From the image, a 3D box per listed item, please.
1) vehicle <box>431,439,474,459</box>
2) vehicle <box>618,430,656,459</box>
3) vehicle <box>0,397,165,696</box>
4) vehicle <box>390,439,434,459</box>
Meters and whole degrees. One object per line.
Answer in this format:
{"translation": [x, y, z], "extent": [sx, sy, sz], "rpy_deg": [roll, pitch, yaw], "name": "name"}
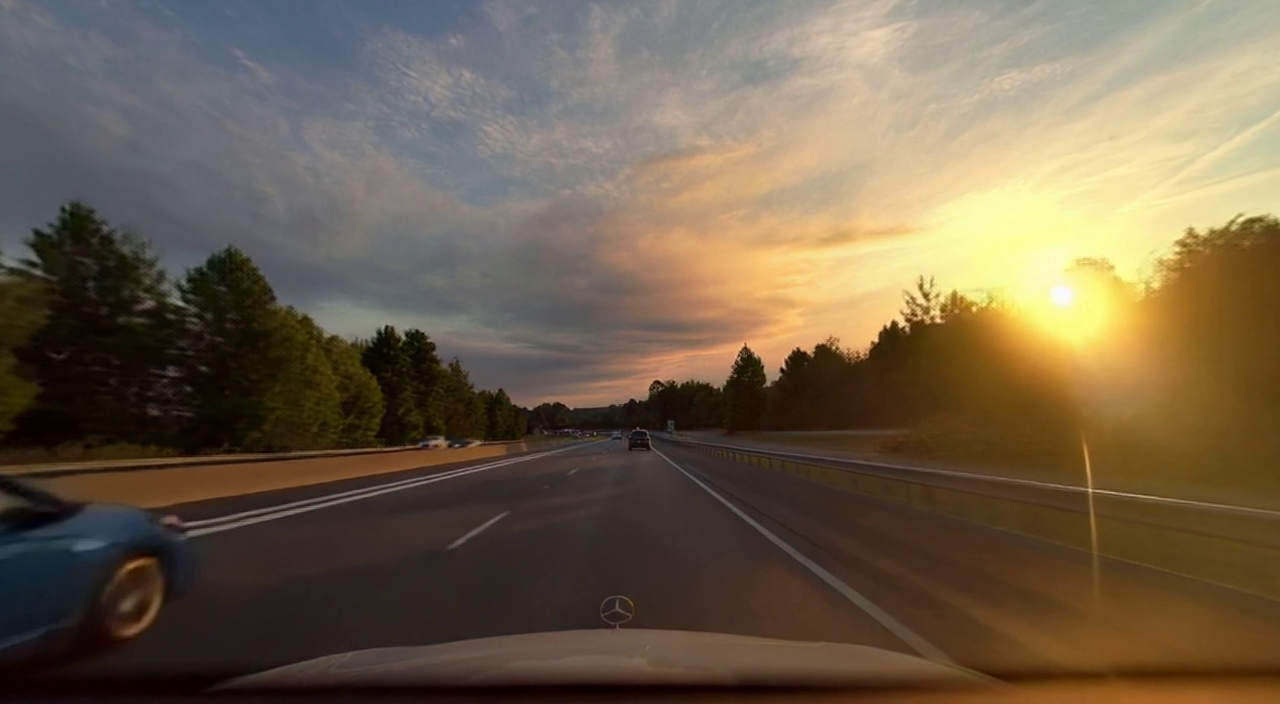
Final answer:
{"translation": [-13.801, 7.125, 46.587], "extent": [1.932, 1.420, 3.930], "rpy_deg": [0, -8, 1], "name": "vehicle"}
{"translation": [-0.194, 5.594, 38.404], "extent": [2.134, 1.654, 4.174], "rpy_deg": [0, -8, -1], "name": "vehicle"}
{"translation": [-4.228, 0.841, 2.168], "extent": [2.030, 1.491, 4.046], "rpy_deg": [0, -8, -1], "name": "vehicle"}
{"translation": [-17.372, 7.347, 48.101], "extent": [1.756, 1.441, 4.091], "rpy_deg": [0, -8, 1], "name": "vehicle"}
